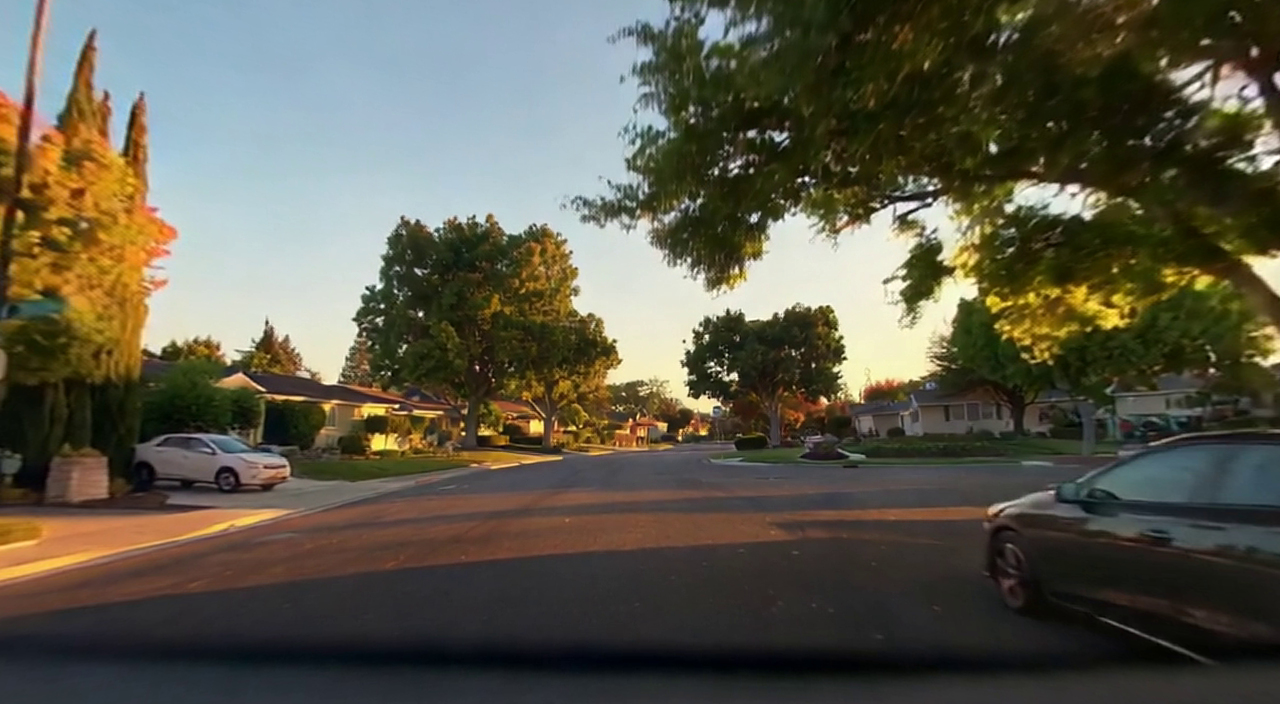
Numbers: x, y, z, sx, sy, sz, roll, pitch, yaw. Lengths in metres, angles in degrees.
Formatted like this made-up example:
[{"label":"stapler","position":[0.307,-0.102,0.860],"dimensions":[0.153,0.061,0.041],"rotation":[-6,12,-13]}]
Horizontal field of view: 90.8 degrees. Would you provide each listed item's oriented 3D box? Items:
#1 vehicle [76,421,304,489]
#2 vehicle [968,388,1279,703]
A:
[{"label":"vehicle","position":[-12.422,2.828,17.700],"dimensions":[4.790,1.627,2.112],"rotation":[1,-4,0]},{"label":"vehicle","position":[3.872,0.982,3.012],"dimensions":[2.034,1.583,4.707],"rotation":[0,-8,-1]}]
